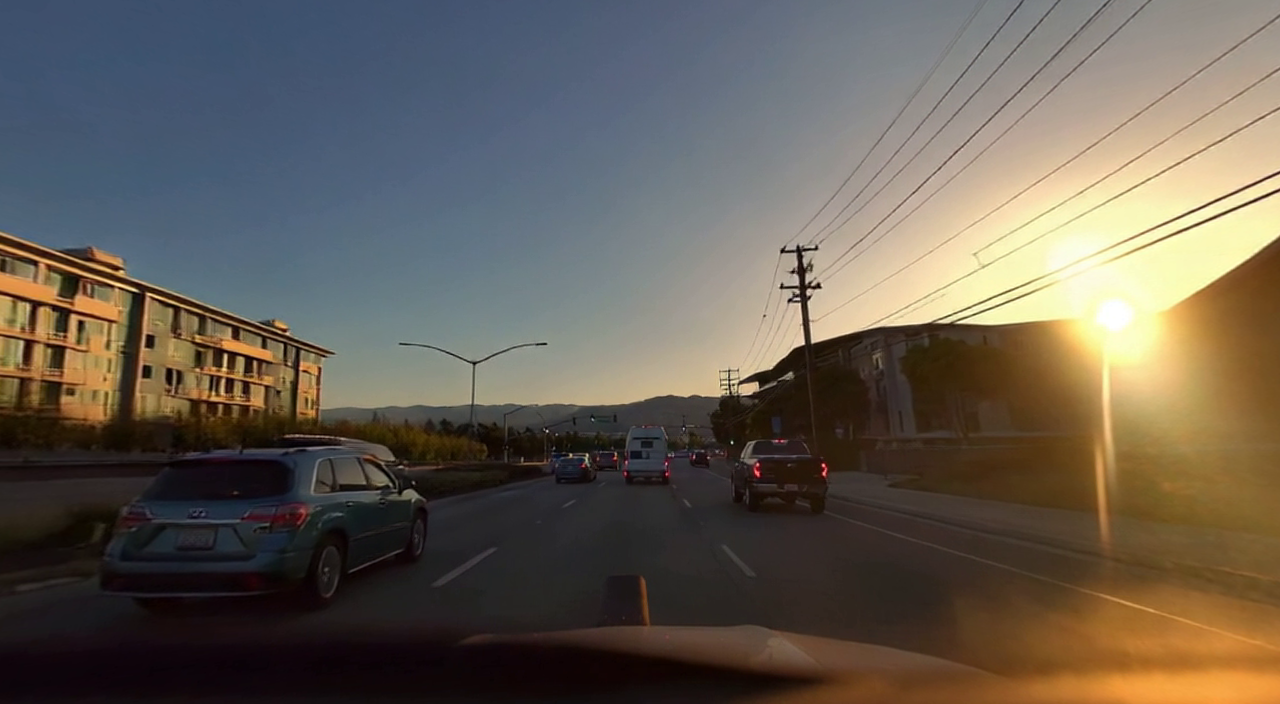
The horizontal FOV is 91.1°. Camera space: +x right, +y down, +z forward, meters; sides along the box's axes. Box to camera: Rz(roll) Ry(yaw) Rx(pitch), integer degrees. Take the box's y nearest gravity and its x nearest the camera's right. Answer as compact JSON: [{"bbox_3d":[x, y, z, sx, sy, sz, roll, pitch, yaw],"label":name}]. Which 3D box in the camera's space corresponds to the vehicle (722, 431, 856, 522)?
[{"bbox_3d":[3.484,3.006,15.737,2.283,1.923,4.427,0,-9,1],"label":"vehicle"}]

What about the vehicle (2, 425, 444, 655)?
[{"bbox_3d":[-3.628,1.647,6.488,1.934,1.643,3.718,0,-9,1],"label":"vehicle"}]

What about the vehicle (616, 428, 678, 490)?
[{"bbox_3d":[0.458,4.707,28.029,2.457,2.440,5.486,-1,-9,4],"label":"vehicle"}]

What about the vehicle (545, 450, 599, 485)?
[{"bbox_3d":[-3.241,5.649,30.961,1.984,1.567,4.311,0,-9,3],"label":"vehicle"}]
